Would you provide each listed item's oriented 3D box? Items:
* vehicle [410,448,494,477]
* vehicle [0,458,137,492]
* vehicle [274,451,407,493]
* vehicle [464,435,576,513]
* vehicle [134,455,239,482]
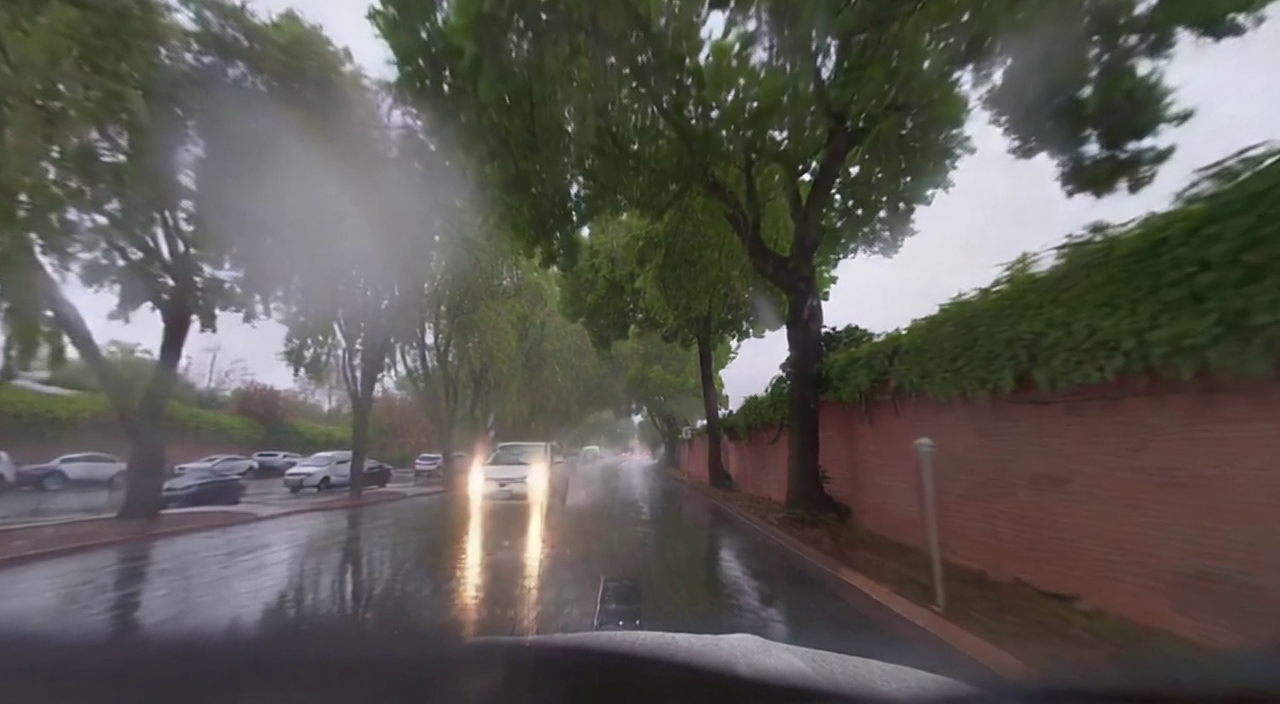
[{"bbox_3d":[-13.754,8.145,46.558,5.428,1.908,2.196,1,-10,0],"label":"vehicle"},{"bbox_3d":[-26.020,5.602,28.884,4.374,1.455,1.918,0,-9,0],"label":"vehicle"},{"bbox_3d":[-13.314,5.353,28.306,4.870,1.767,2.120,0,-9,2],"label":"vehicle"},{"bbox_3d":[-2.921,3.080,16.371,2.047,1.725,4.288,0,-9,0],"label":"vehicle"},{"bbox_3d":[-26.980,6.957,37.719,4.736,1.516,1.937,0,-9,1],"label":"vehicle"}]
